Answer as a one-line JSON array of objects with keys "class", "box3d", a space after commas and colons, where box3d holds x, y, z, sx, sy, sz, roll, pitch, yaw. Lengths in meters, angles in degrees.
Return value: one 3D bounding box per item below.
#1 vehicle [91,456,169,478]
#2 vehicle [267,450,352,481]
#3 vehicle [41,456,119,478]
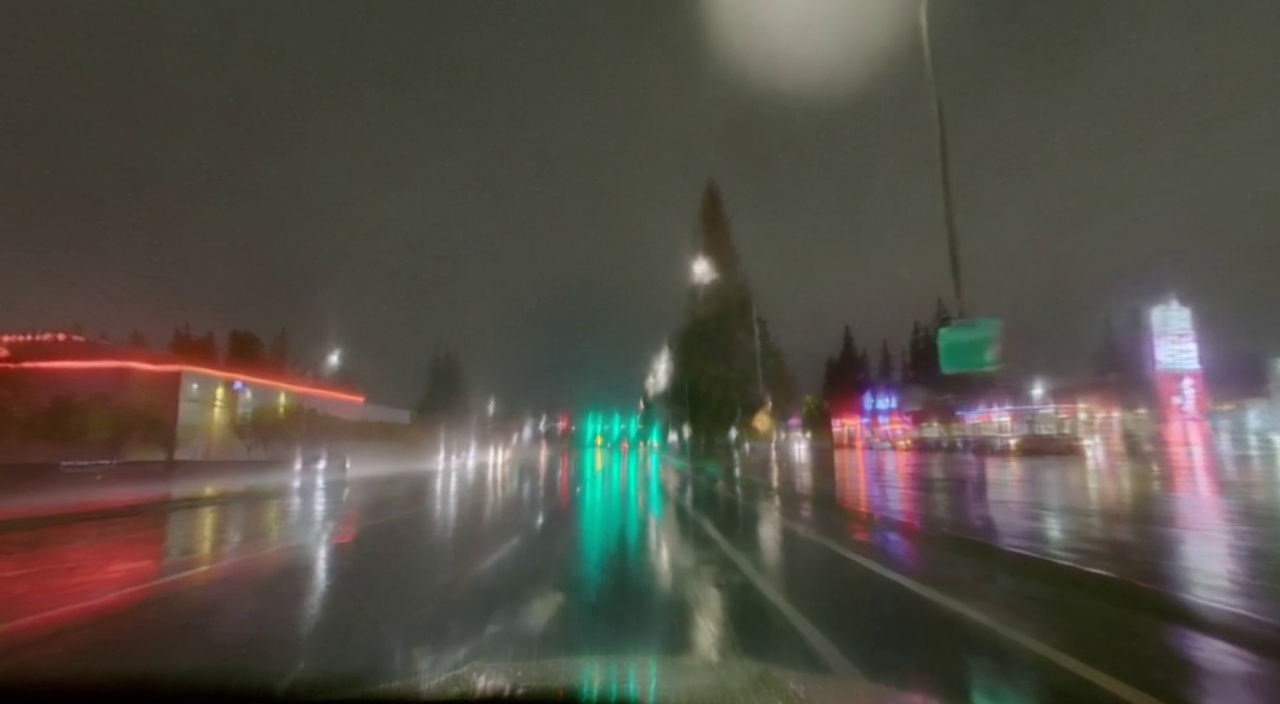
[{"class": "vehicle", "box3d": [-38.289, 8.630, 47.402, 1.844, 1.492, 4.374, -1, -9, 9]}, {"class": "vehicle", "box3d": [-17.405, 5.957, 33.461, 2.021, 1.507, 4.664, 0, -9, -1]}, {"class": "vehicle", "box3d": [-42.447, 8.717, 47.832, 1.818, 1.491, 4.263, 0, -8, 3]}]
